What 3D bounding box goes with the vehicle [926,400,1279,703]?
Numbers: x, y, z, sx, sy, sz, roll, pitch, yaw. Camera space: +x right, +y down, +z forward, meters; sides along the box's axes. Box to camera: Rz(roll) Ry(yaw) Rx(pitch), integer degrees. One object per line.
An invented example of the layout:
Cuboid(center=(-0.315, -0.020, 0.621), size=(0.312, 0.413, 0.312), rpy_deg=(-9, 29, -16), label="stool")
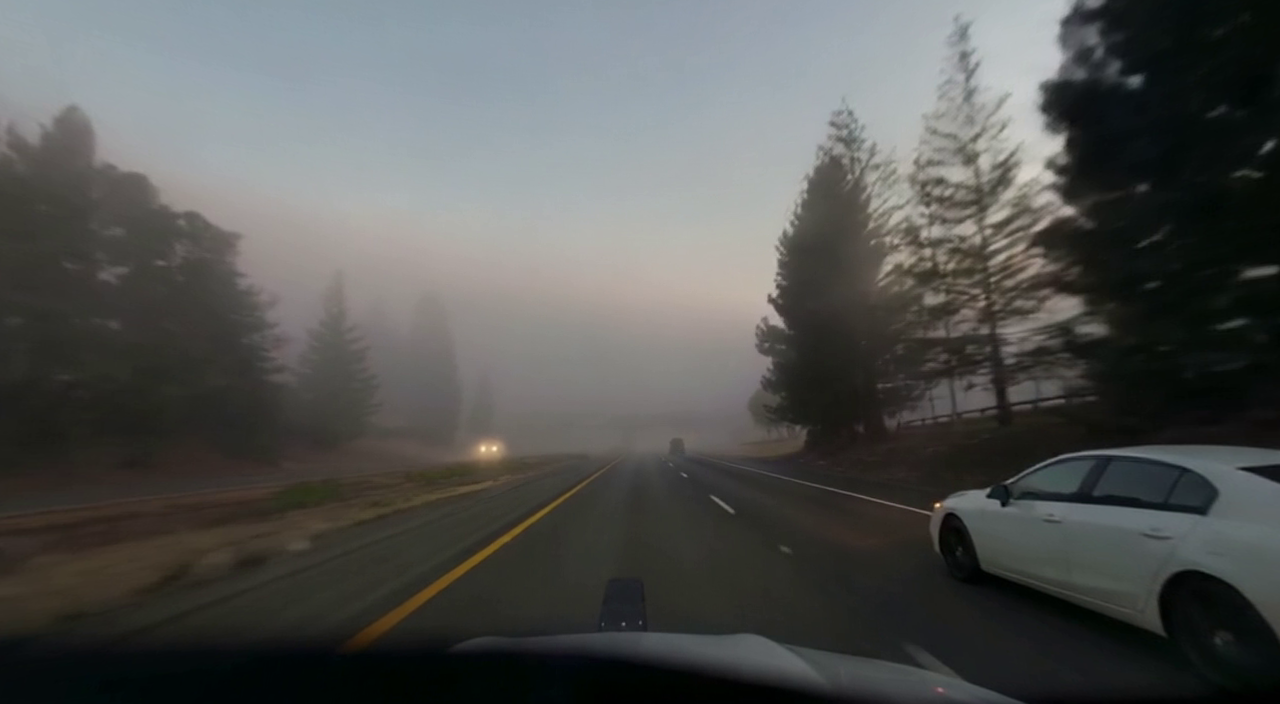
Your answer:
Cuboid(center=(4.019, 1.137, 4.123), size=(2.027, 1.487, 4.718), rpy_deg=(0, -8, -1), label="vehicle")
